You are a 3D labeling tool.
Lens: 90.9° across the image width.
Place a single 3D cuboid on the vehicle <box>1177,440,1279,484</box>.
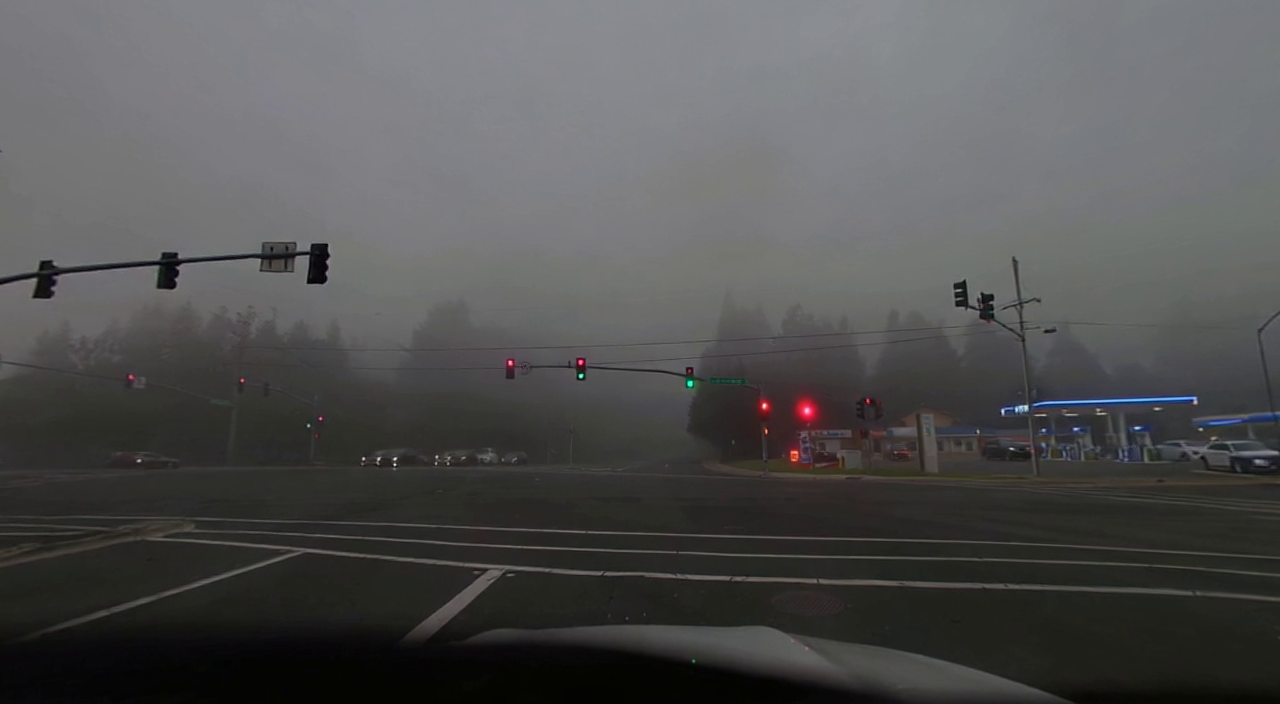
[{"bbox_3d":[22.090,3.781,21.838,4.716,1.455,2.060,-3,-9,17],"label":"vehicle"}]
